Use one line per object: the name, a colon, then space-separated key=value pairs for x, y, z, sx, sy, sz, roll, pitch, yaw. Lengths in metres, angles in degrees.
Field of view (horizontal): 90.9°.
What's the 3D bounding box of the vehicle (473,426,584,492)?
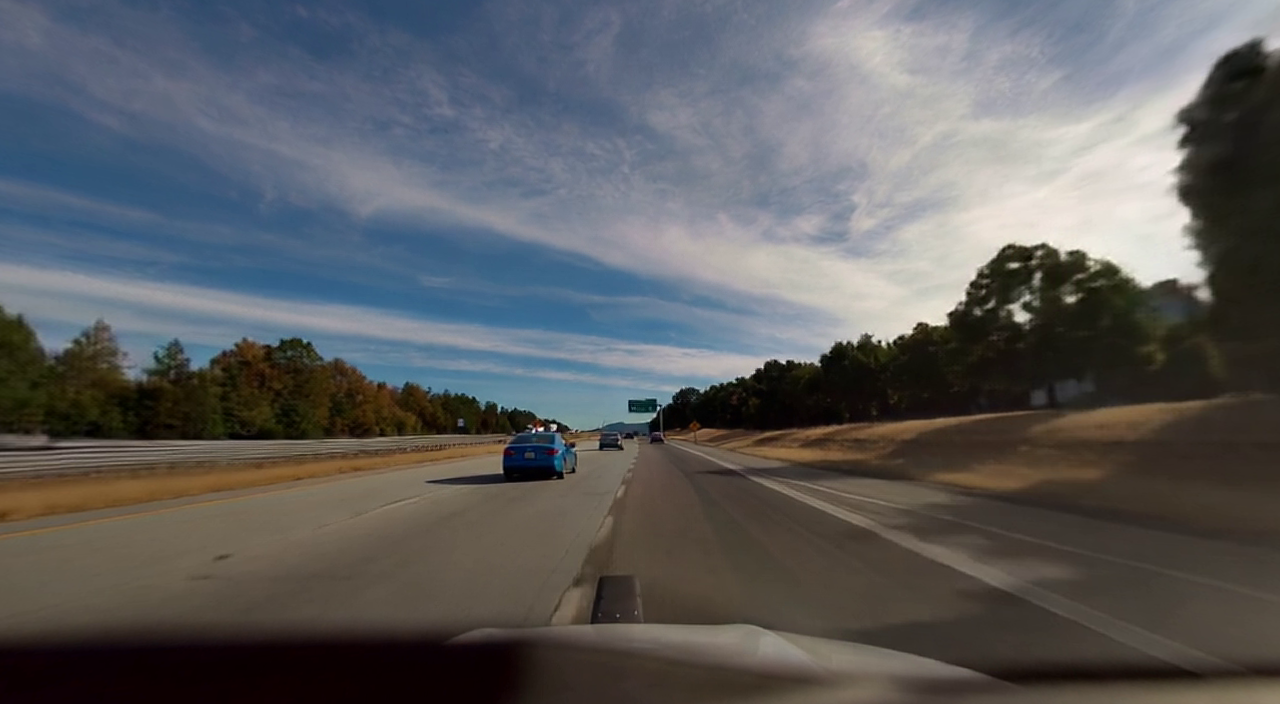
vehicle: x=-2.659 y=2.650 z=16.039 sx=1.977 sy=1.443 sz=4.225 roll=0 pitch=-8 yaw=1
